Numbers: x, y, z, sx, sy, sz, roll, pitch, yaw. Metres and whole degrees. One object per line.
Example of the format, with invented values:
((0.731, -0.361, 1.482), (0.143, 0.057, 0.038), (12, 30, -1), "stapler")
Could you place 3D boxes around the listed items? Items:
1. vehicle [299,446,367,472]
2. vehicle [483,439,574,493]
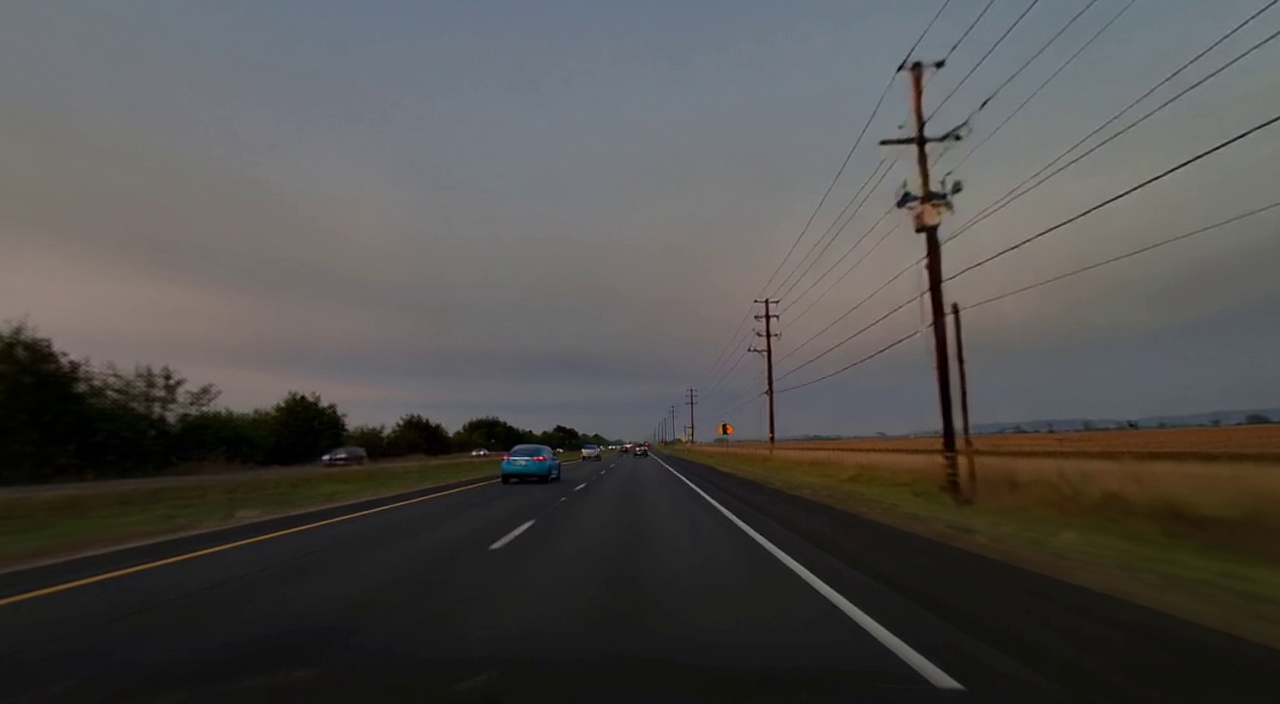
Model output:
((-20.857, 7.284, 43.046), (2.024, 1.685, 4.992), (0, -9, 1), "vehicle")
((-3.665, 3.858, 21.692), (2.120, 1.597, 4.810), (0, -9, 1), "vehicle")
